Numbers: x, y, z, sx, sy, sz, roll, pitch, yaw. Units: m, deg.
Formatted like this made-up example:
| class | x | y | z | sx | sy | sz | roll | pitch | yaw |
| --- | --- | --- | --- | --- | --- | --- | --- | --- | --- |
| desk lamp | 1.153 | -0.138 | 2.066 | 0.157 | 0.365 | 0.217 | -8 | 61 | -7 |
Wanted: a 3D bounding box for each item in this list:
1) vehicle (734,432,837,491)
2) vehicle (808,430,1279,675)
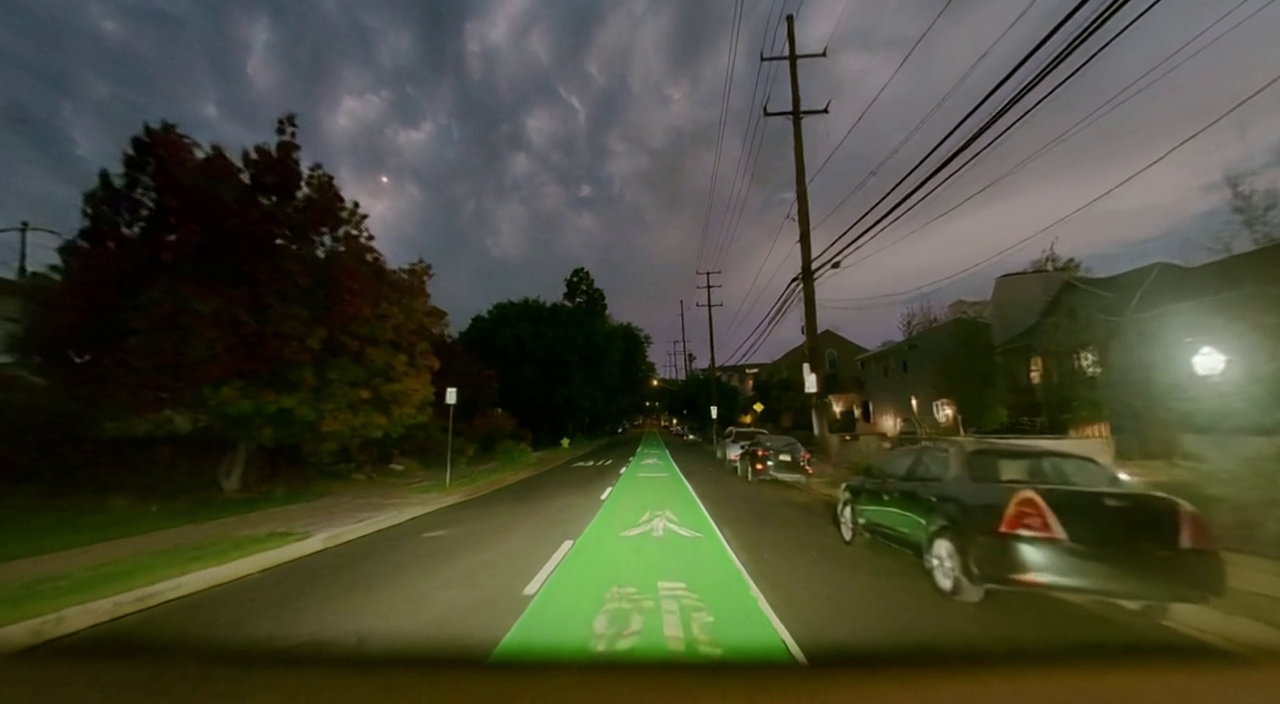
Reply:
| class | x | y | z | sx | sy | sz | roll | pitch | yaw |
| --- | --- | --- | --- | --- | --- | --- | --- | --- | --- |
| vehicle | 4.089 | 3.163 | 18.516 | 1.981 | 1.512 | 4.144 | 0 | -9 | -1 |
| vehicle | 3.370 | 1.594 | 6.240 | 2.235 | 1.500 | 4.496 | 0 | -9 | 1 |
